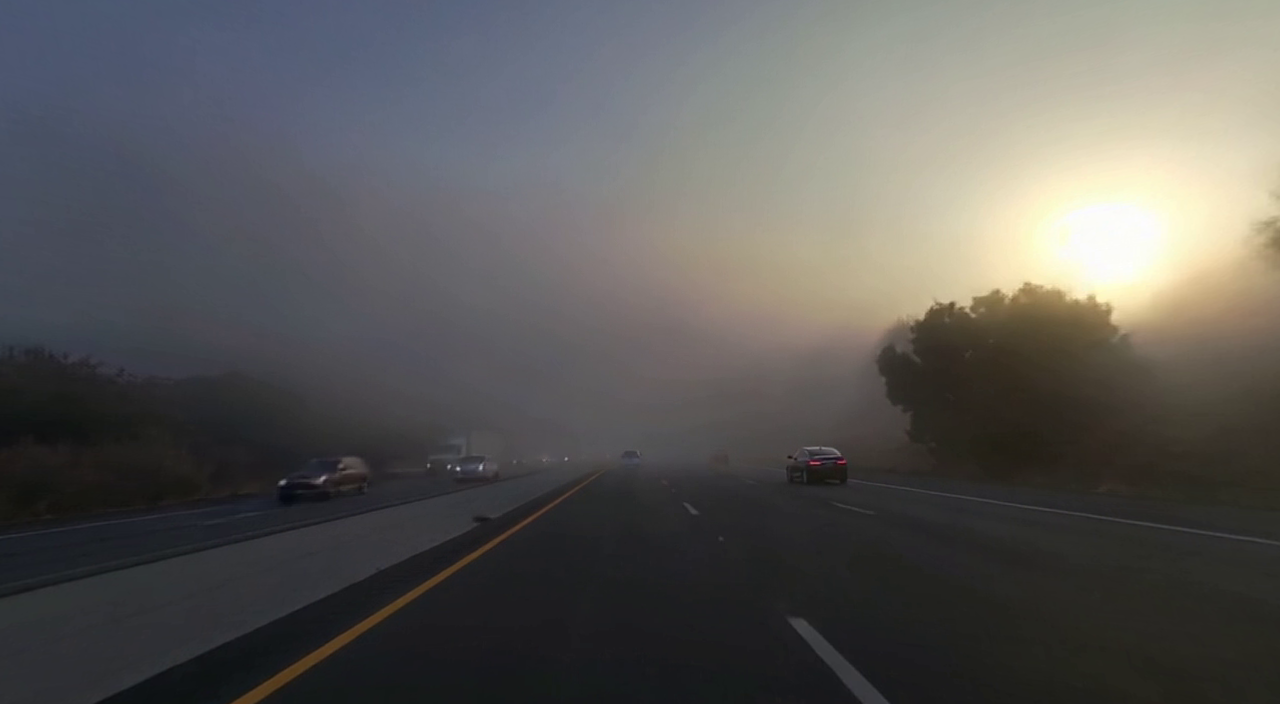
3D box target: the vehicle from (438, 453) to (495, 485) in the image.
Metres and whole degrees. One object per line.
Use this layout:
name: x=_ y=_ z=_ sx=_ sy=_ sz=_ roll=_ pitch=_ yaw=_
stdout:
vehicle: x=-9.031 y=6.114 z=33.216 sx=1.857 sy=1.511 sz=3.838 roll=-1 pitch=-9 yaw=1

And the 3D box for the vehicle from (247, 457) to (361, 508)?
vehicle: x=-12.443 y=4.806 z=23.737 sx=1.897 sy=1.659 sz=4.306 roll=0 pitch=-9 yaw=0

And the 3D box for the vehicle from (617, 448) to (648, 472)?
vehicle: x=-0.479 y=7.322 z=43.071 sx=2.021 sy=1.507 sz=4.272 roll=0 pitch=-9 yaw=0

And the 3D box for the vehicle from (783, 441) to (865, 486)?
vehicle: x=7.044 y=4.295 z=24.588 sx=1.903 sy=1.566 sz=3.866 roll=0 pitch=-9 yaw=-2
